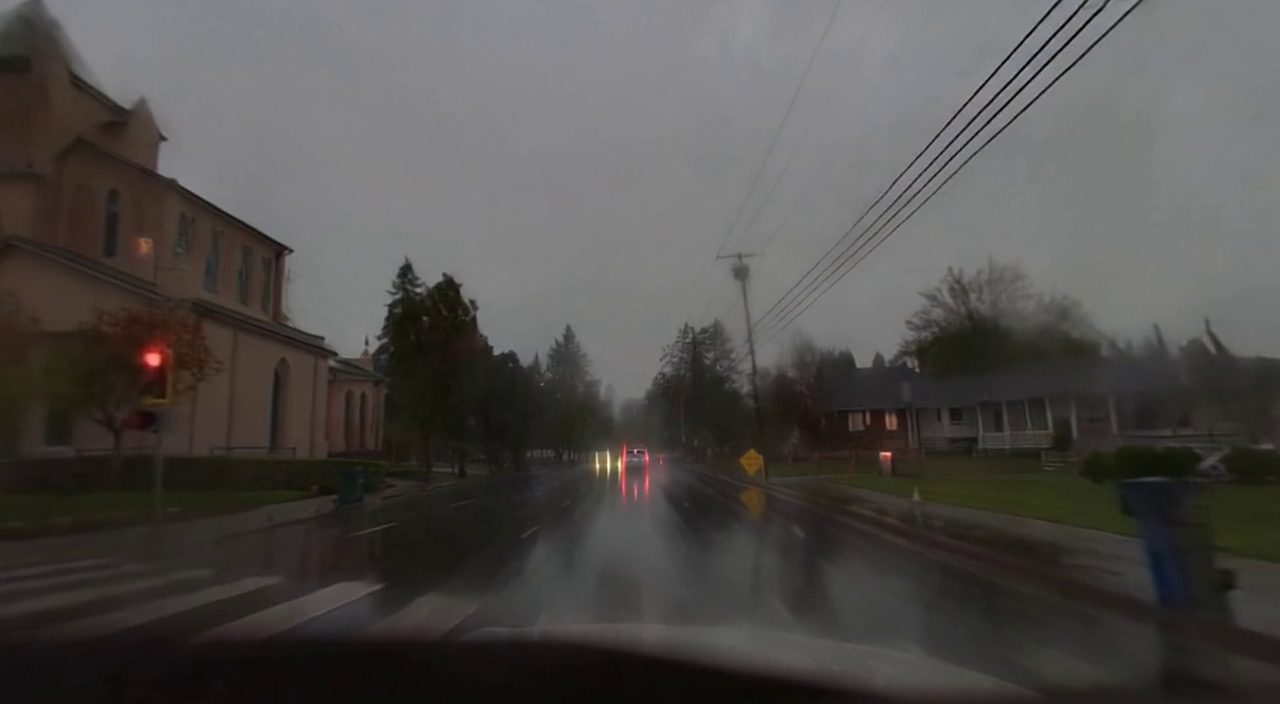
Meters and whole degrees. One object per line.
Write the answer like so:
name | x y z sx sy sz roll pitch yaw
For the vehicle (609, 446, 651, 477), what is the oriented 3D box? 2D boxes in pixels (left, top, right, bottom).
vehicle | -0.515 5.827 33.737 2.093 1.497 4.010 0 -9 -1
